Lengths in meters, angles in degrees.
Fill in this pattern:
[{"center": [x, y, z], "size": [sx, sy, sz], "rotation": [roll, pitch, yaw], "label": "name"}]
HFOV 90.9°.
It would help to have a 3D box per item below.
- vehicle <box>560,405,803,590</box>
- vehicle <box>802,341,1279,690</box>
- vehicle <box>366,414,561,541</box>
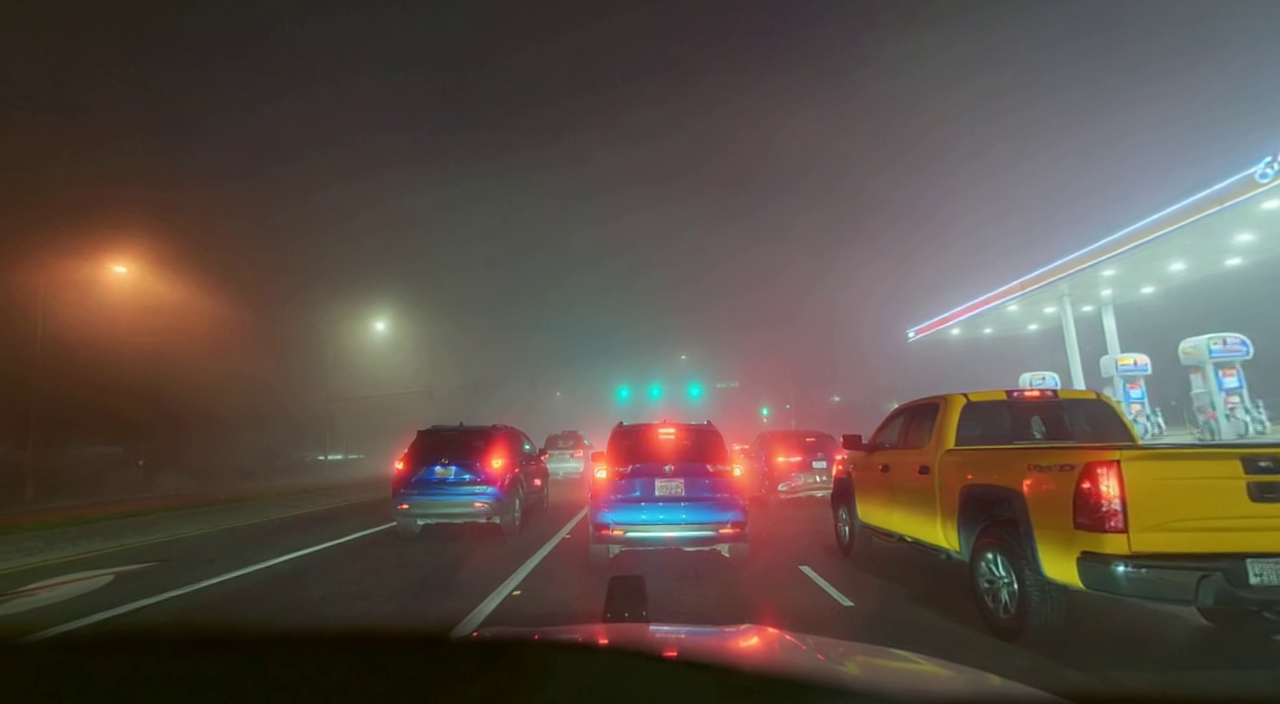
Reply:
[{"center": [0.358, 1.611, 7.781], "size": [2.181, 1.650, 4.083], "rotation": [0, -8, 0], "label": "vehicle"}, {"center": [3.405, 1.257, 6.119], "size": [2.161, 1.868, 5.321], "rotation": [0, -8, -1], "label": "vehicle"}, {"center": [-2.713, 2.055, 10.907], "size": [2.019, 1.731, 4.299], "rotation": [0, -8, 2], "label": "vehicle"}]
